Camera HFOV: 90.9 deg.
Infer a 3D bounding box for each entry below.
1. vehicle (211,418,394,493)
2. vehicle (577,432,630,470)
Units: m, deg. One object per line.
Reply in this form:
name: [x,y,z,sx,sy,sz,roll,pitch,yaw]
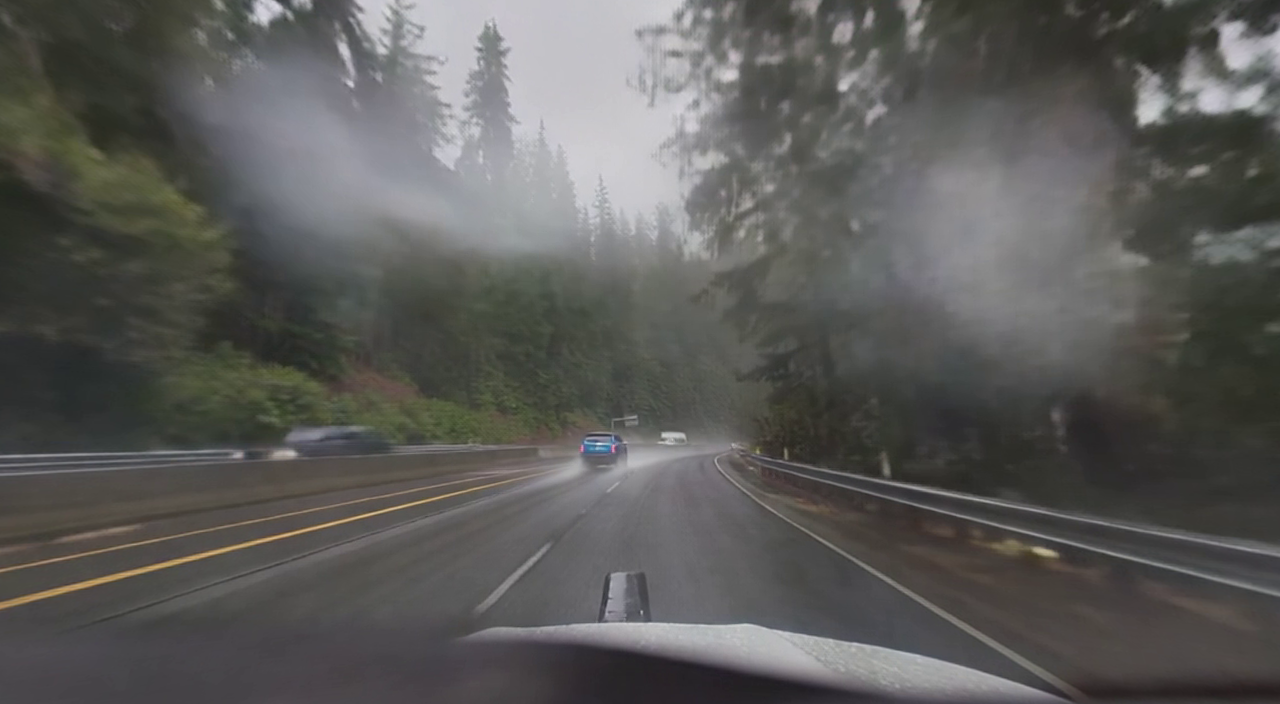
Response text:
vehicle: [-11.842,3.716,23.022,2.840,2.335,6.535,-1,-8,3]
vehicle: [-1.713,4.910,31.410,2.005,1.752,4.479,-1,-8,5]
